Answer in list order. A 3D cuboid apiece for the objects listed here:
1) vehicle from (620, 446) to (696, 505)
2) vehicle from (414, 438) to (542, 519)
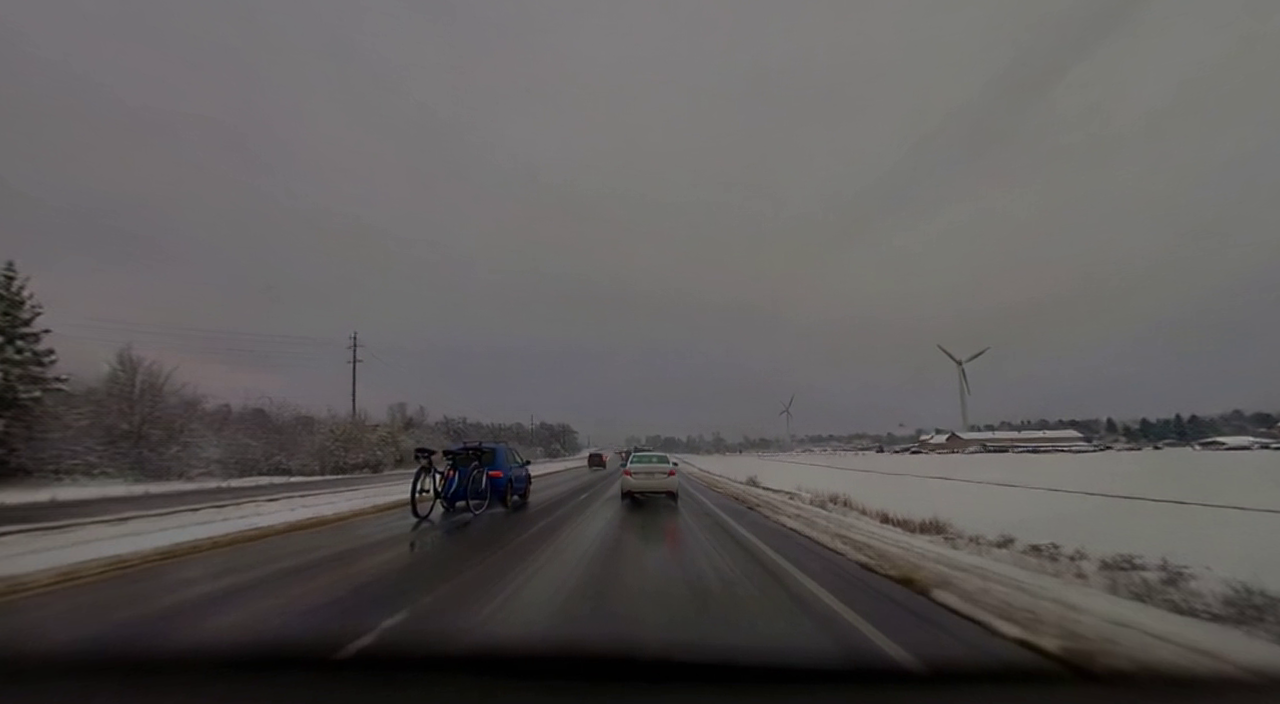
[{"bbox_3d":[0.457,3.654,19.068,2.063,1.582,3.955,0,-9,-1],"label":"vehicle"},{"bbox_3d":[-3.755,2.997,15.396,1.962,1.681,4.033,0,-9,1],"label":"vehicle"}]
